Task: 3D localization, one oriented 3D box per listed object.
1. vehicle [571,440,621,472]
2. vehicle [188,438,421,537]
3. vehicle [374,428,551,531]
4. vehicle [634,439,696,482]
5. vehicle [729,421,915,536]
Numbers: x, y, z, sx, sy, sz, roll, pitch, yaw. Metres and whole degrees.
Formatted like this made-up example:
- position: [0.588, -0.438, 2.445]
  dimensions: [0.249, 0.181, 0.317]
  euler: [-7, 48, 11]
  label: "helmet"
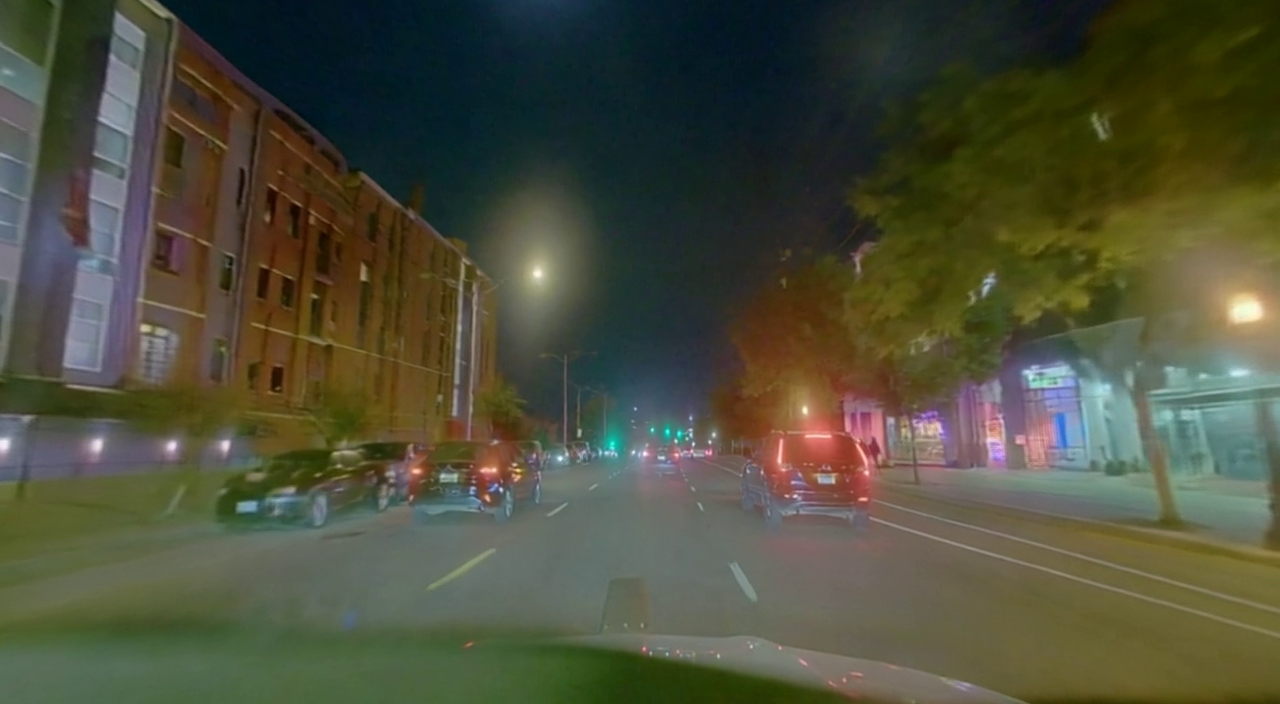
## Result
- position: [-2.165, 5.262, 32.292]
  dimensions: [2.019, 1.507, 4.643]
  euler: [0, -8, 3]
  label: "vehicle"
- position: [-5.974, 2.400, 11.952]
  dimensions: [1.863, 1.506, 4.265]
  euler: [0, -8, 3]
  label: "vehicle"
- position: [-3.105, 2.295, 12.037]
  dimensions: [2.085, 1.619, 3.976]
  euler: [0, -8, 2]
  label: "vehicle"
- position: [0.910, 4.062, 23.970]
  dimensions: [2.139, 1.466, 4.373]
  euler: [0, -8, 1]
  label: "vehicle"
- position: [3.036, 2.204, 11.695]
  dimensions: [2.094, 1.709, 4.394]
  euler: [0, -8, -1]
  label: "vehicle"
